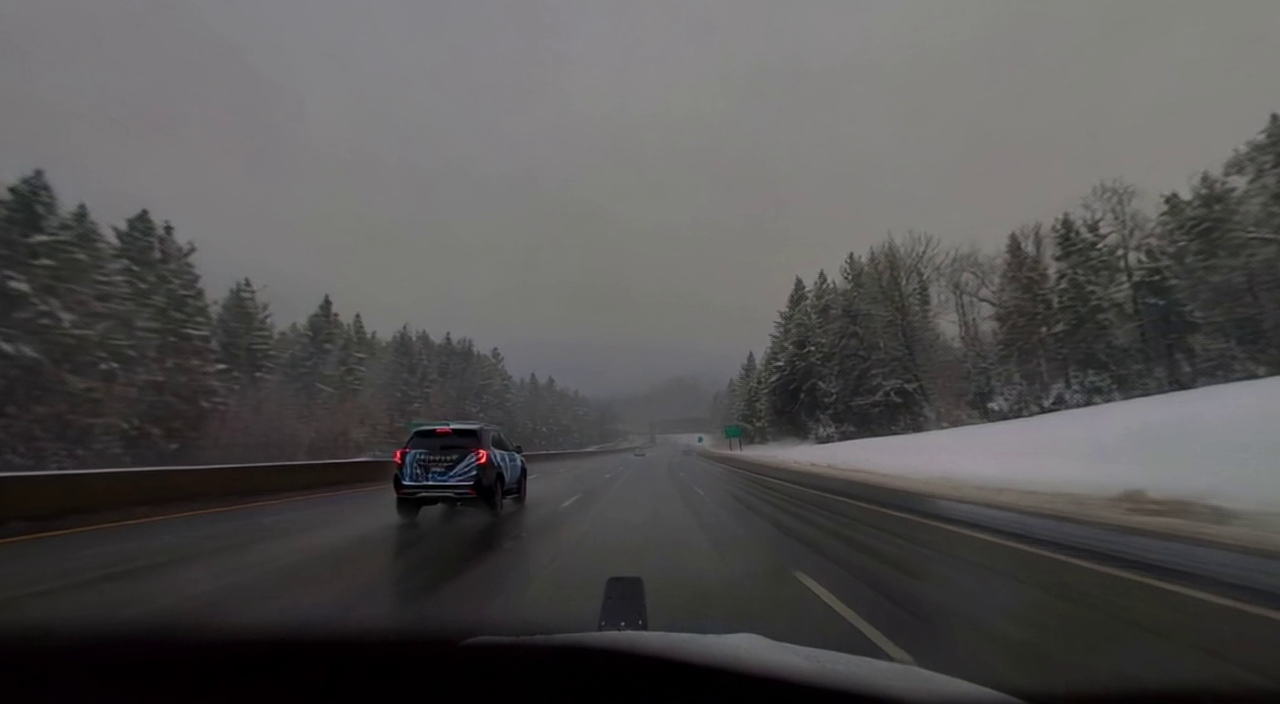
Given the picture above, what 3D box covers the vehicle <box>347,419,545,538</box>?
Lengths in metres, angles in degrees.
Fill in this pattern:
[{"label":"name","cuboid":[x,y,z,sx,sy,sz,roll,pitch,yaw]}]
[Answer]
[{"label":"vehicle","cuboid":[-3.349,2.293,12.104,2.183,1.803,4.685,0,-8,2]}]
